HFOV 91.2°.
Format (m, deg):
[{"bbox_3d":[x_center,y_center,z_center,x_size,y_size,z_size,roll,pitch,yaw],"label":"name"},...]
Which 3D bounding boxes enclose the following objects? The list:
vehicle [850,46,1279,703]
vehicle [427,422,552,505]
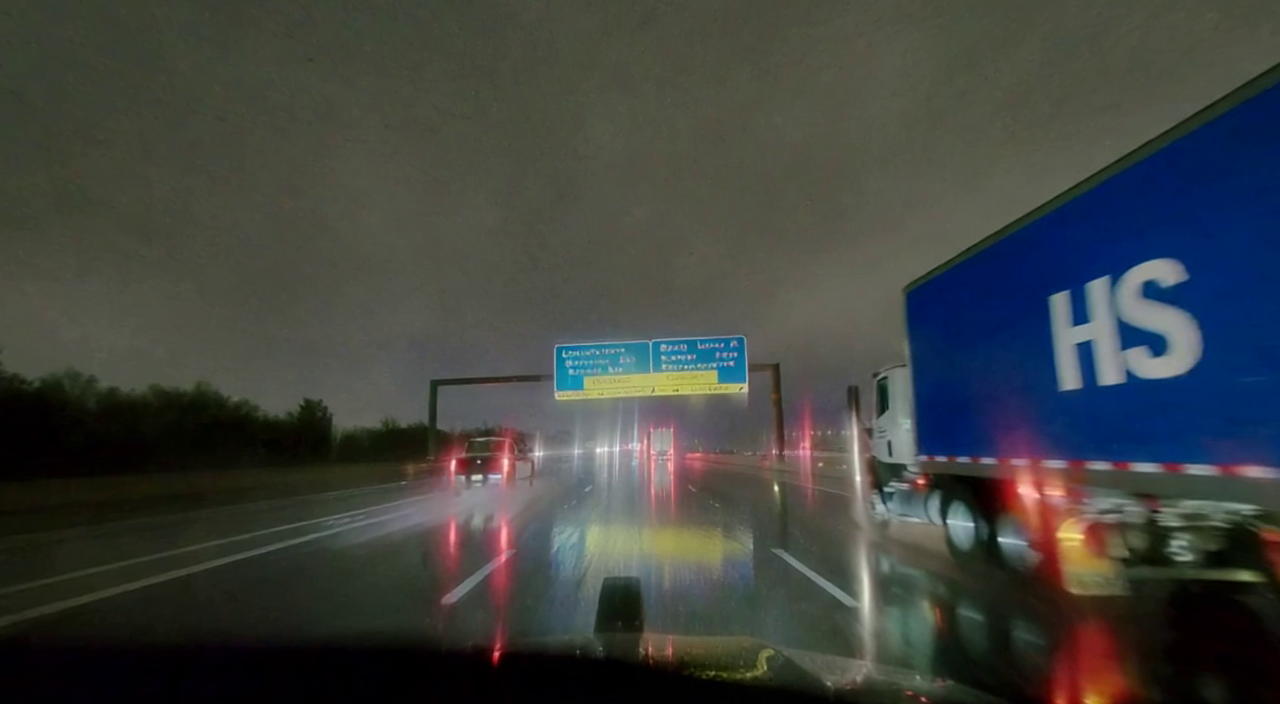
[{"bbox_3d":[3.966,0.349,3.483,2.731,2.879,7.845,0,-9,-1],"label":"vehicle"},{"bbox_3d":[-3.796,2.931,16.803,2.173,1.857,4.800,0,-9,0],"label":"vehicle"}]
